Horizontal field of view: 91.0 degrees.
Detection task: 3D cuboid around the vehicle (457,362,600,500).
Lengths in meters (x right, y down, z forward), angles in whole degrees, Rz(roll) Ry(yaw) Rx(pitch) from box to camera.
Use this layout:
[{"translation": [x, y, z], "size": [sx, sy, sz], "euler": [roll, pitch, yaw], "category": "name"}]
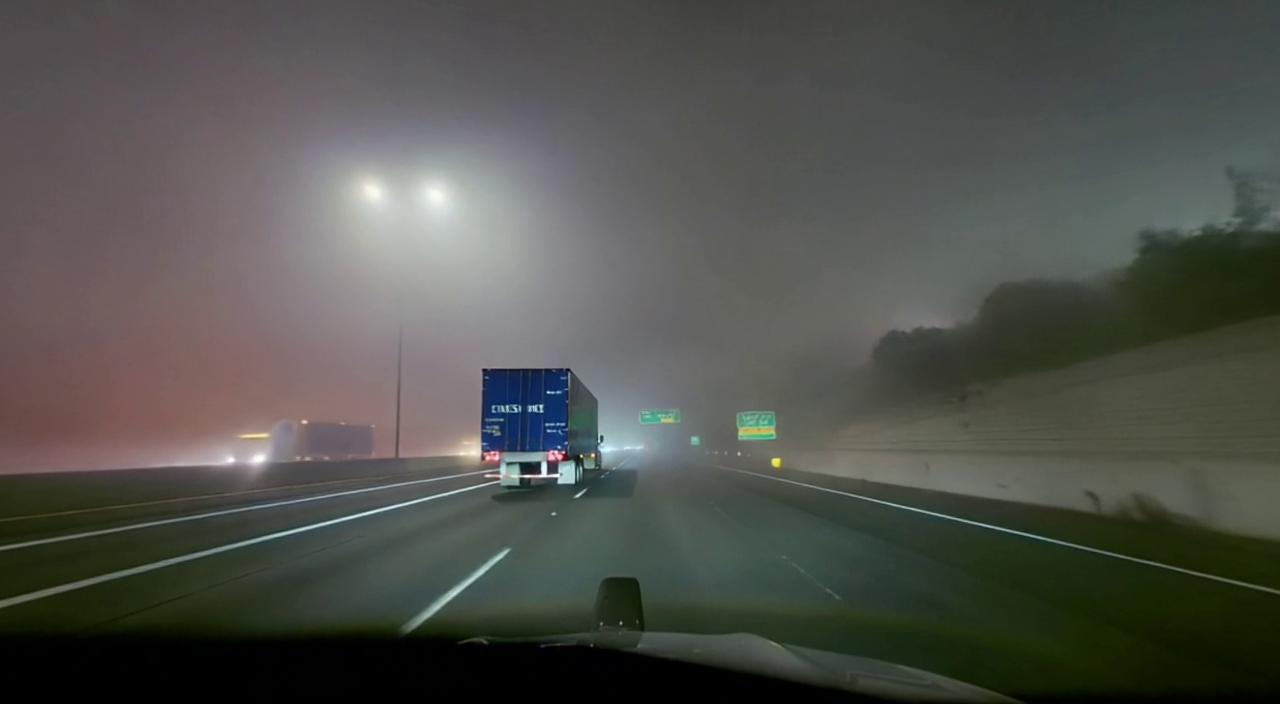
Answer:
[{"translation": [-3.554, 3.099, 23.707], "size": [3.059, 3.956, 11.036], "euler": [0, -9, 1], "category": "vehicle"}]
